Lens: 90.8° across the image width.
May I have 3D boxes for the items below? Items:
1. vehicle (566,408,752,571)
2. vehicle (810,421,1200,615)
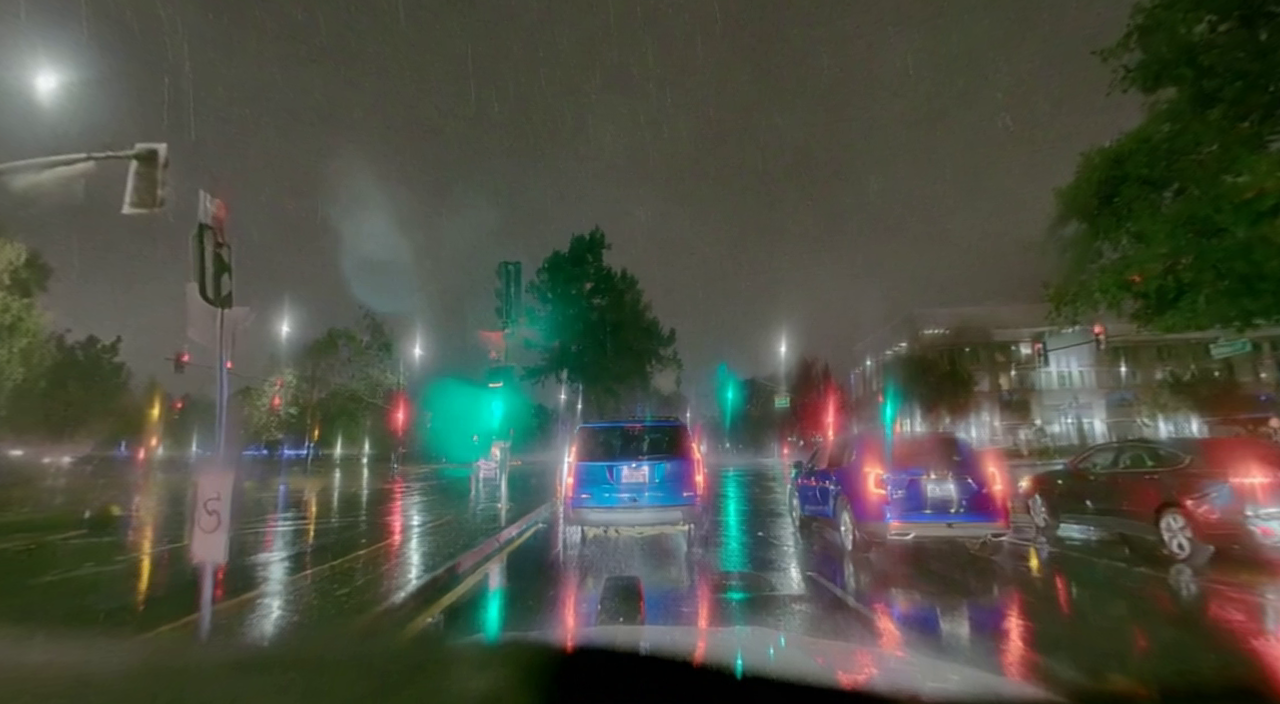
[{"bbox_3d":[0.111,1.843,9.199,2.085,1.807,4.038,0,-8,-3],"label":"vehicle"},{"bbox_3d":[3.621,1.696,7.482,1.899,1.572,4.425,0,-8,-1],"label":"vehicle"}]
